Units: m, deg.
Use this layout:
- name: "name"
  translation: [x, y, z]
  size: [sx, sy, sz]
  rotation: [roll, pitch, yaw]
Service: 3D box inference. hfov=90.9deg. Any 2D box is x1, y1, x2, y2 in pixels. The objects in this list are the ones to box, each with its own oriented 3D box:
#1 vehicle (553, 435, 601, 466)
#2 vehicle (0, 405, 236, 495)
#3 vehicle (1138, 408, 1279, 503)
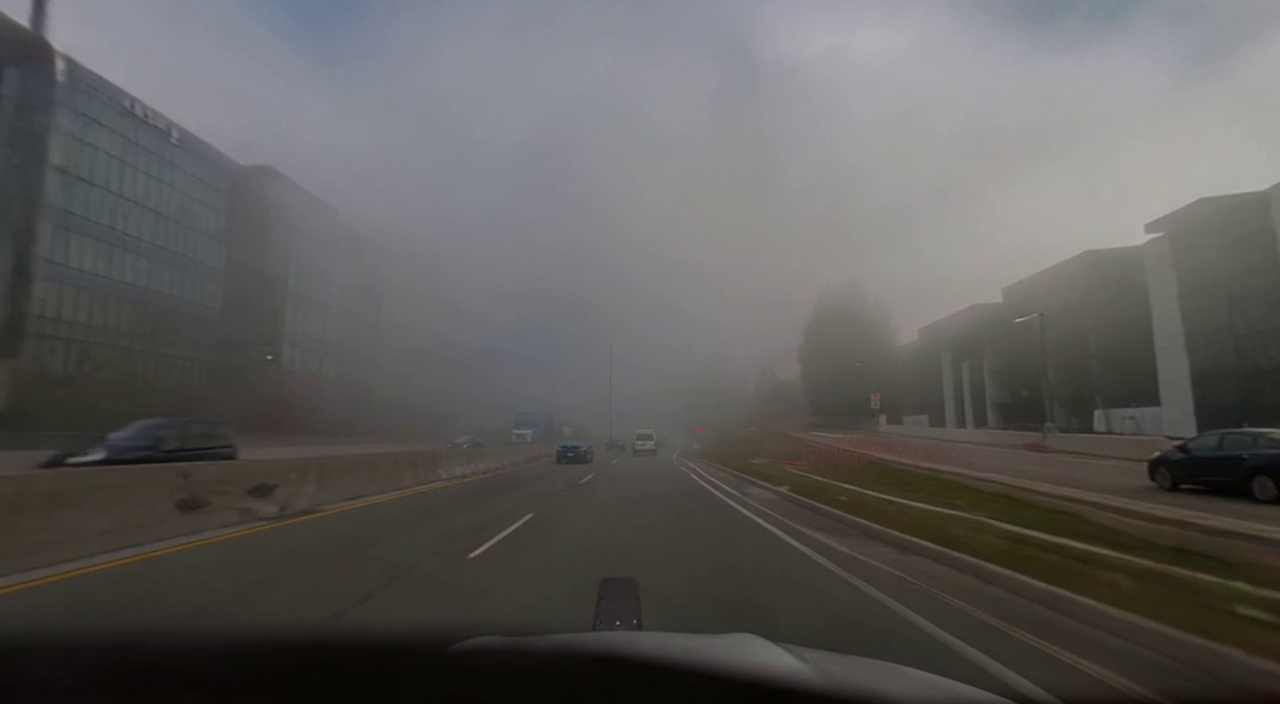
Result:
- name: "vehicle"
  translation: [-3.098, 4.936, 31.731]
  size: [1.848, 1.406, 4.013]
  rotation: [0, -8, 2]
- name: "vehicle"
  translation: [-13.426, 2.553, 16.696]
  size: [2.013, 1.983, 4.980]
  rotation: [0, -8, 1]
- name: "vehicle"
  translation: [11.212, 1.824, 11.206]
  size: [1.913, 1.499, 3.581]
  rotation: [0, -8, 5]
